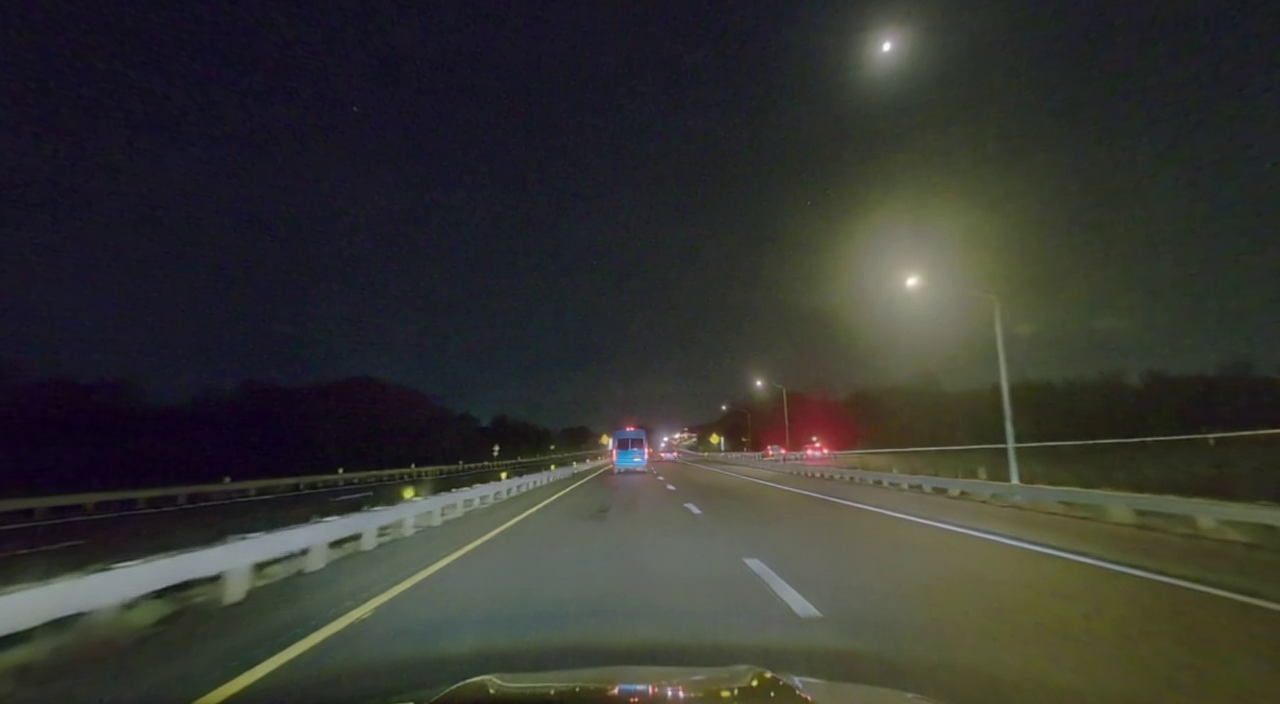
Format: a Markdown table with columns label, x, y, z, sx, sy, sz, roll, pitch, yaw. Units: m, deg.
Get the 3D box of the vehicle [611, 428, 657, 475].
| label | x | y | z | sx | sy | sz | roll | pitch | yaw |
| --- | --- | --- | --- | --- | --- | --- | --- | --- | --- |
| vehicle | -0.351 | 5.998 | 37.806 | 2.560 | 2.598 | 5.581 | 0 | -9 | -1 |
